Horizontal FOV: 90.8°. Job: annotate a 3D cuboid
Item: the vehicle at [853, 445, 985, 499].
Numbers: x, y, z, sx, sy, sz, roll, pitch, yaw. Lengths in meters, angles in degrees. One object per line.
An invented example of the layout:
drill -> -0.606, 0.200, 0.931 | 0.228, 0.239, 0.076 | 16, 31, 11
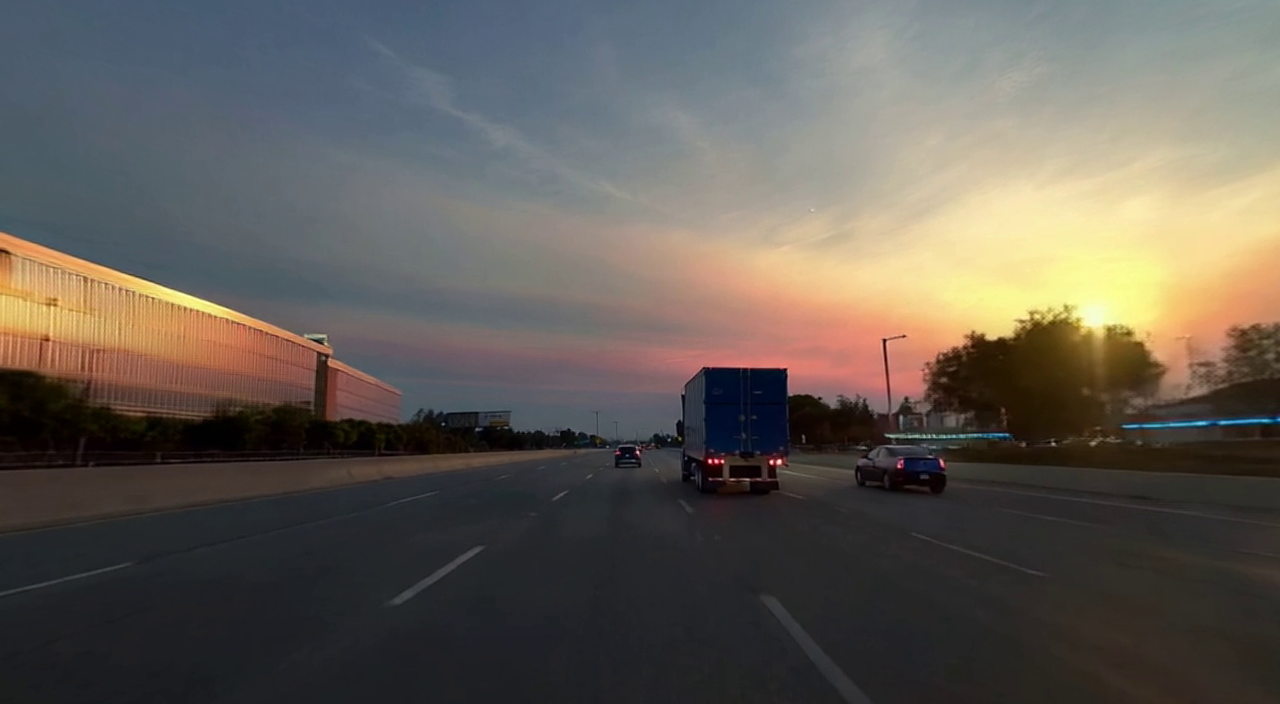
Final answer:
vehicle -> 8.607, 3.700, 20.025 | 2.105, 1.494, 4.537 | 0, -9, 0

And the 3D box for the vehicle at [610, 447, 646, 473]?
vehicle -> -0.647, 6.085, 35.876 | 1.929, 1.395, 3.999 | 0, -9, 0

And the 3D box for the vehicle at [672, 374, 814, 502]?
vehicle -> 2.959, 3.058, 22.106 | 2.934, 3.325, 10.986 | 0, -9, -1
